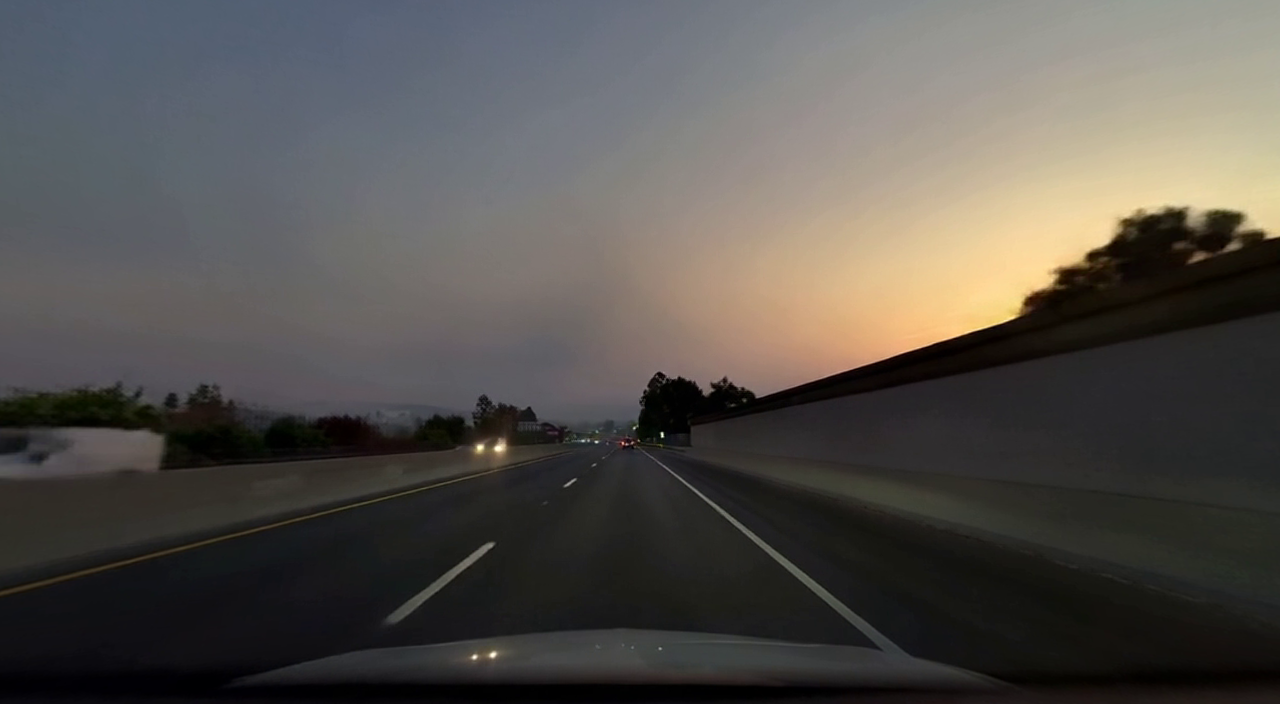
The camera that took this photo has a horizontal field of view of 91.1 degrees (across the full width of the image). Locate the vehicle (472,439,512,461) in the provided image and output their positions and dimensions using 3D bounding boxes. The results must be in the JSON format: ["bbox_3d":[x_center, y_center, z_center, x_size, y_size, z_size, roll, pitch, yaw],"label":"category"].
[{"bbox_3d":[-10.812,7.175,46.298,1.889,1.554,4.163,0,-8,1],"label":"vehicle"}]

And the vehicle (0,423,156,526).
[{"bbox_3d":[-13.431,2.525,13.355,2.136,1.968,5.178,0,-8,0],"label":"vehicle"}]
